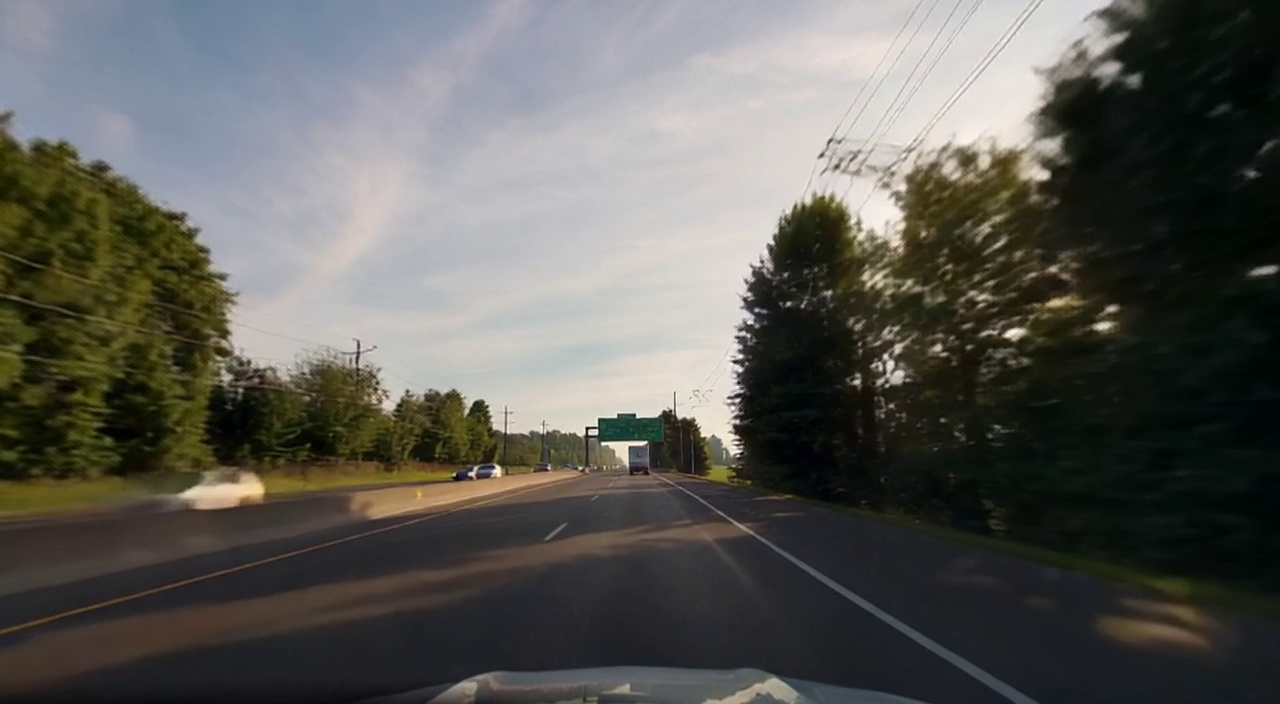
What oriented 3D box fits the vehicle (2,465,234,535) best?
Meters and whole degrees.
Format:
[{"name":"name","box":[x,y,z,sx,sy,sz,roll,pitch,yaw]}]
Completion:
[{"name":"vehicle","box":[-12.471,3.535,15.564,1.945,1.434,4.412,0,-10,-1]}]

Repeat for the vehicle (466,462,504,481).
[{"name":"vehicle","box":[-11.889,9.211,48.604,1.877,1.429,3.879,0,-11,0]}]
